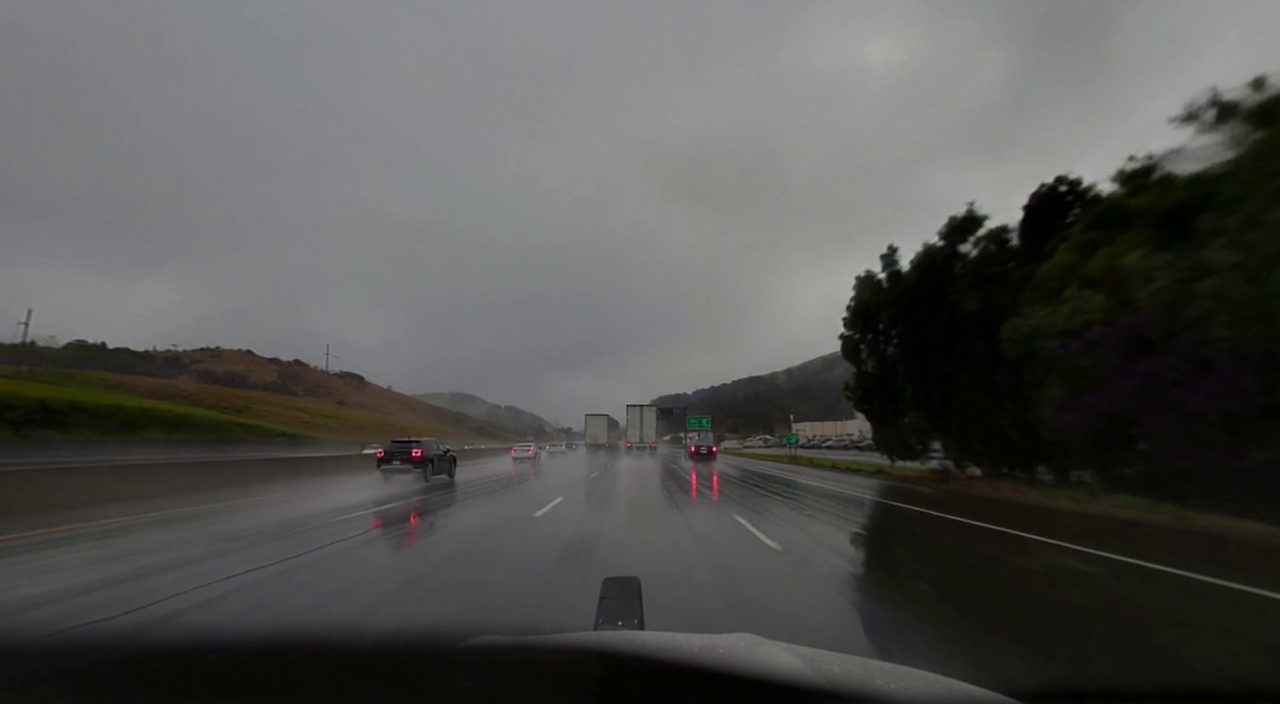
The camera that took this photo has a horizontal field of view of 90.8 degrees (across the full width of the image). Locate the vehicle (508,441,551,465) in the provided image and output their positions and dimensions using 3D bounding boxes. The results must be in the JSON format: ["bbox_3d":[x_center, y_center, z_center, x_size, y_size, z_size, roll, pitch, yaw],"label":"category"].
[{"bbox_3d":[-6.990,6.411,40.254,1.891,1.460,4.506,0,-8,0],"label":"vehicle"}]

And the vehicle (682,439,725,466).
[{"bbox_3d":[3.652,5.876,36.976,2.006,1.452,4.246,0,-9,-1],"label":"vehicle"}]

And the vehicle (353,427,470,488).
[{"bbox_3d":[-7.272,3.418,20.672,2.122,1.754,4.379,0,-8,1],"label":"vehicle"}]

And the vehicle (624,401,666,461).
[{"bbox_3d":[0.299,6.318,49.555,2.969,4.104,10.906,0,-9,-1],"label":"vehicle"}]
